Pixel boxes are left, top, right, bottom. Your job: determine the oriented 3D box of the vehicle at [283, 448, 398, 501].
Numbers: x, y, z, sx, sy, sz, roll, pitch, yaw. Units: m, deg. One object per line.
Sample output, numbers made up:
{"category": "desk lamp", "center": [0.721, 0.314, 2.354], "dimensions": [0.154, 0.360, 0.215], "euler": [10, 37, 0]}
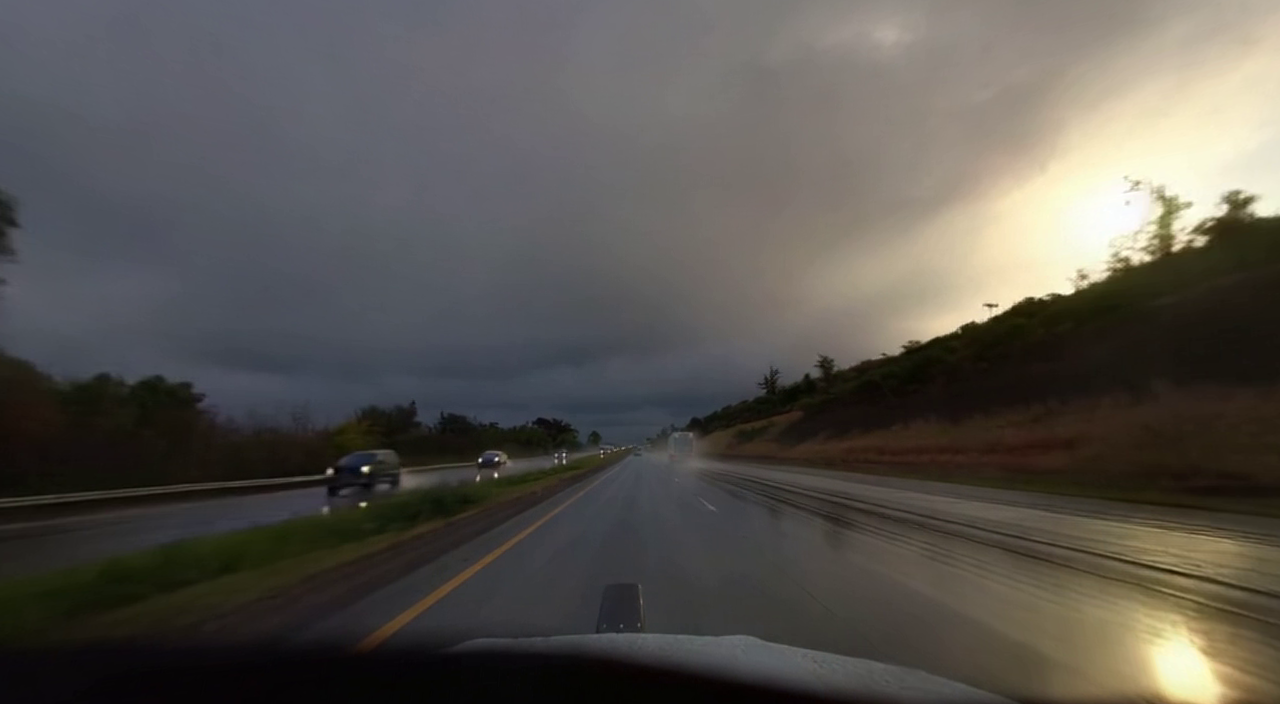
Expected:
{"category": "vehicle", "center": [-11.854, 4.832, 25.491], "dimensions": [2.086, 1.888, 5.105], "euler": [0, -9, 0]}
